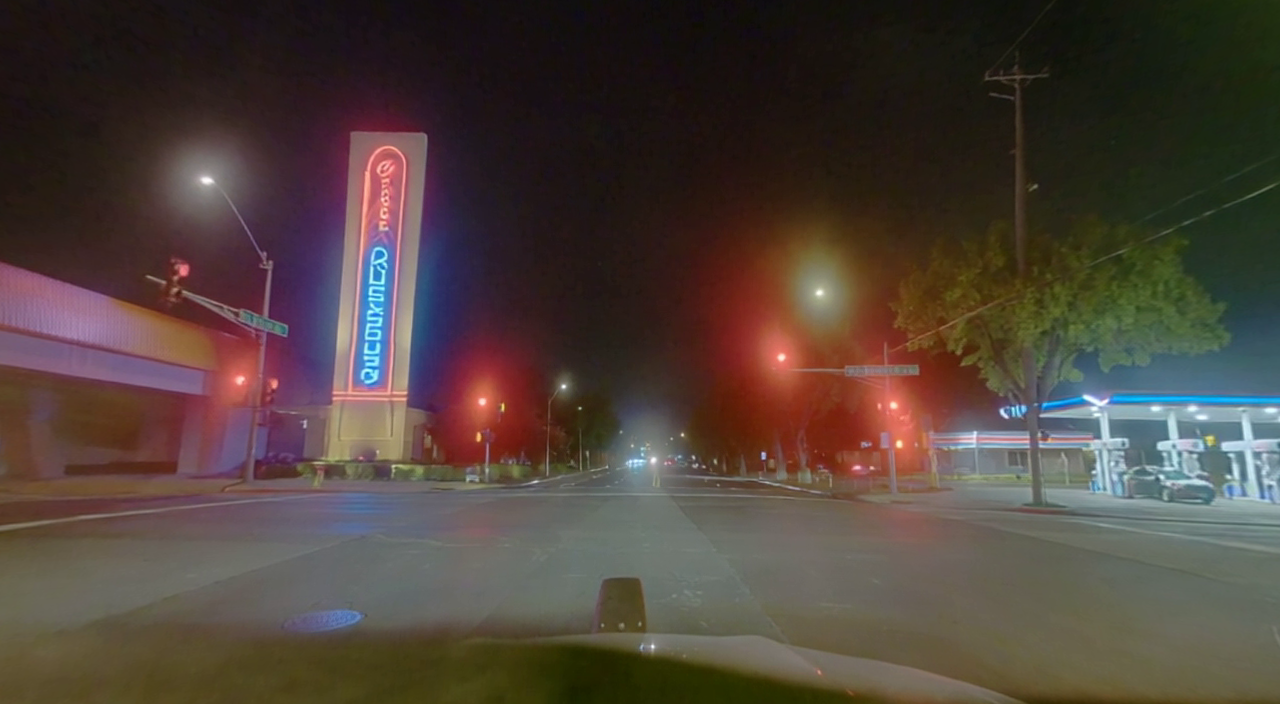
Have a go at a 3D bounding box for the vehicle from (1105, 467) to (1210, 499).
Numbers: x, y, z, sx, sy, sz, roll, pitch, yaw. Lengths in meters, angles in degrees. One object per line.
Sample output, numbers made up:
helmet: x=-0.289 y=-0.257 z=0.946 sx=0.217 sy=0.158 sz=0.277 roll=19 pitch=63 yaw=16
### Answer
vehicle: x=28.022 y=7.066 z=34.349 sx=1.897 sy=1.466 sz=4.211 roll=1 pitch=-8 yaw=-6
